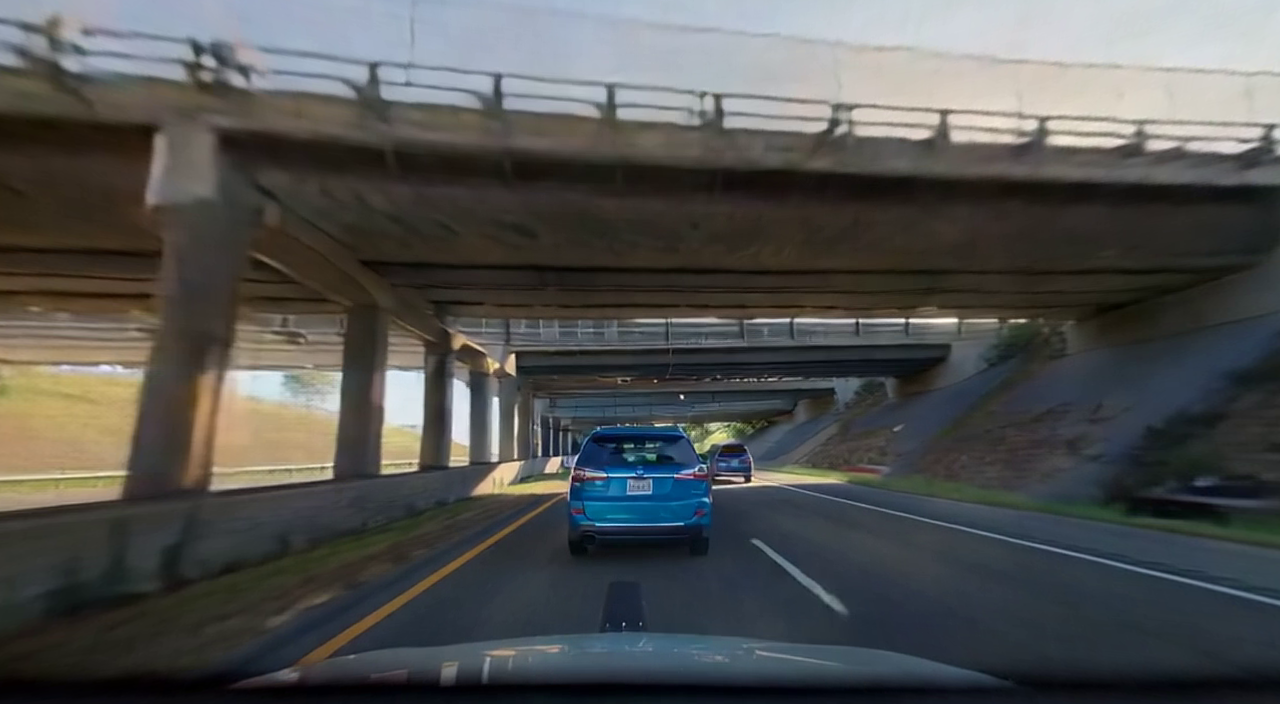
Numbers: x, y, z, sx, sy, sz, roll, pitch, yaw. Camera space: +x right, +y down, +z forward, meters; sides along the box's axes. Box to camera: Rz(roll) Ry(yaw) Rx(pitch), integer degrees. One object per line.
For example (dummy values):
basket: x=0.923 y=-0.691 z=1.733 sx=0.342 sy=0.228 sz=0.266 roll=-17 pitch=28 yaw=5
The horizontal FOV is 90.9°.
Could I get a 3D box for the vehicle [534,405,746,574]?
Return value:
vehicle: x=0.005 y=1.809 z=8.943 sx=2.288 sy=1.823 sz=4.059 roll=0 pitch=-9 yaw=0
